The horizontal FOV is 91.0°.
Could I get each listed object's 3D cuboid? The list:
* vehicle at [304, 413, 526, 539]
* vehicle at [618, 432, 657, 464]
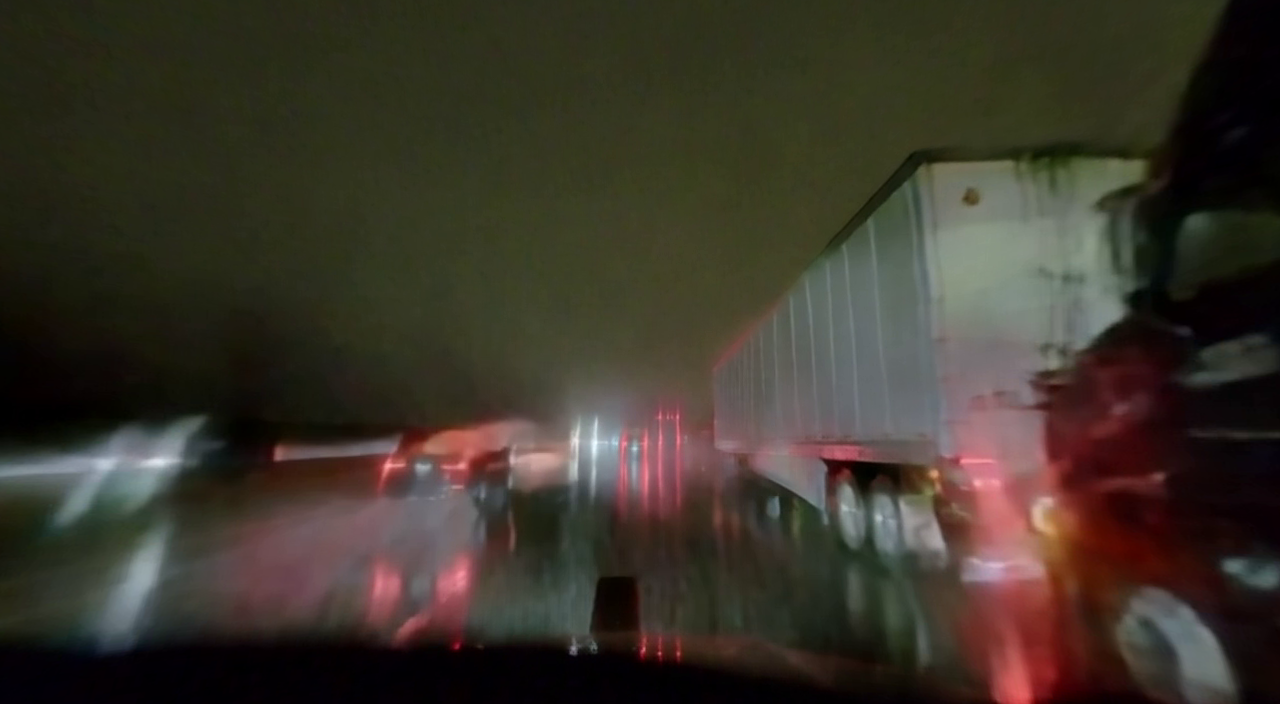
[{"bbox_3d":[-3.599,2.077,11.218,2.326,1.761,4.450,-1,-8,0],"label":"vehicle"},{"bbox_3d":[-0.252,6.410,42.261,2.456,2.007,4.728,0,-8,-2],"label":"vehicle"}]
